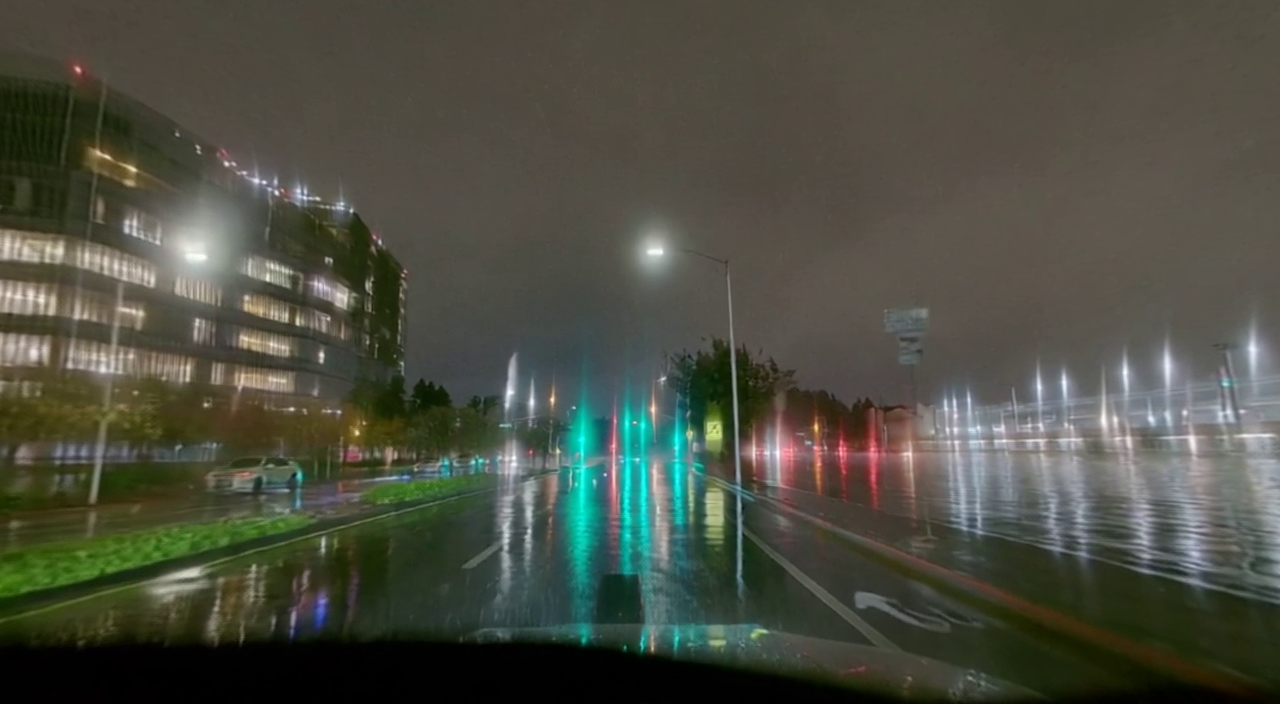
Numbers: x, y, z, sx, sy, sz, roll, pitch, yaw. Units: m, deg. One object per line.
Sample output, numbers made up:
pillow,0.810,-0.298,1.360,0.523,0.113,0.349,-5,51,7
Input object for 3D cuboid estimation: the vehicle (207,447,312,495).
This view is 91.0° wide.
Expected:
vehicle,-18.745,5.843,31.389,2.047,1.914,5.061,-3,-7,1
